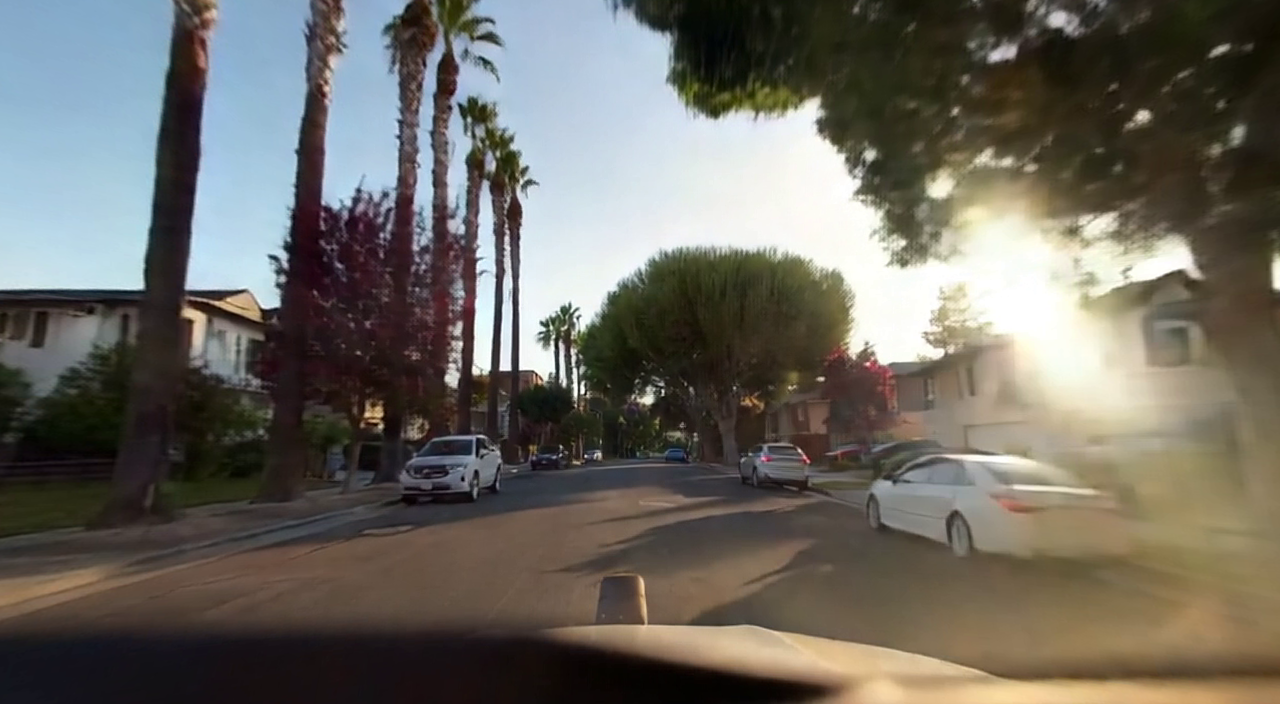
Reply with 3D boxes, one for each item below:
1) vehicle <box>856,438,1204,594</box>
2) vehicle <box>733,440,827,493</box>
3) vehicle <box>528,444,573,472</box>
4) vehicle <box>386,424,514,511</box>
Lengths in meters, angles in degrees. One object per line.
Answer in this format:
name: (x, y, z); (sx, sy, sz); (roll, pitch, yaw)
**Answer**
vehicle: (4.790, 2.025, 8.793); (2.056, 1.464, 4.493); (3, -9, 1)
vehicle: (4.511, 3.760, 21.104); (1.991, 1.554, 4.501); (0, -9, -1)
vehicle: (-5.478, 6.533, 39.251); (2.079, 1.486, 4.877); (-3, -8, -1)
vehicle: (-4.865, 3.021, 17.037); (2.149, 1.877, 5.082); (-1, -8, -3)
